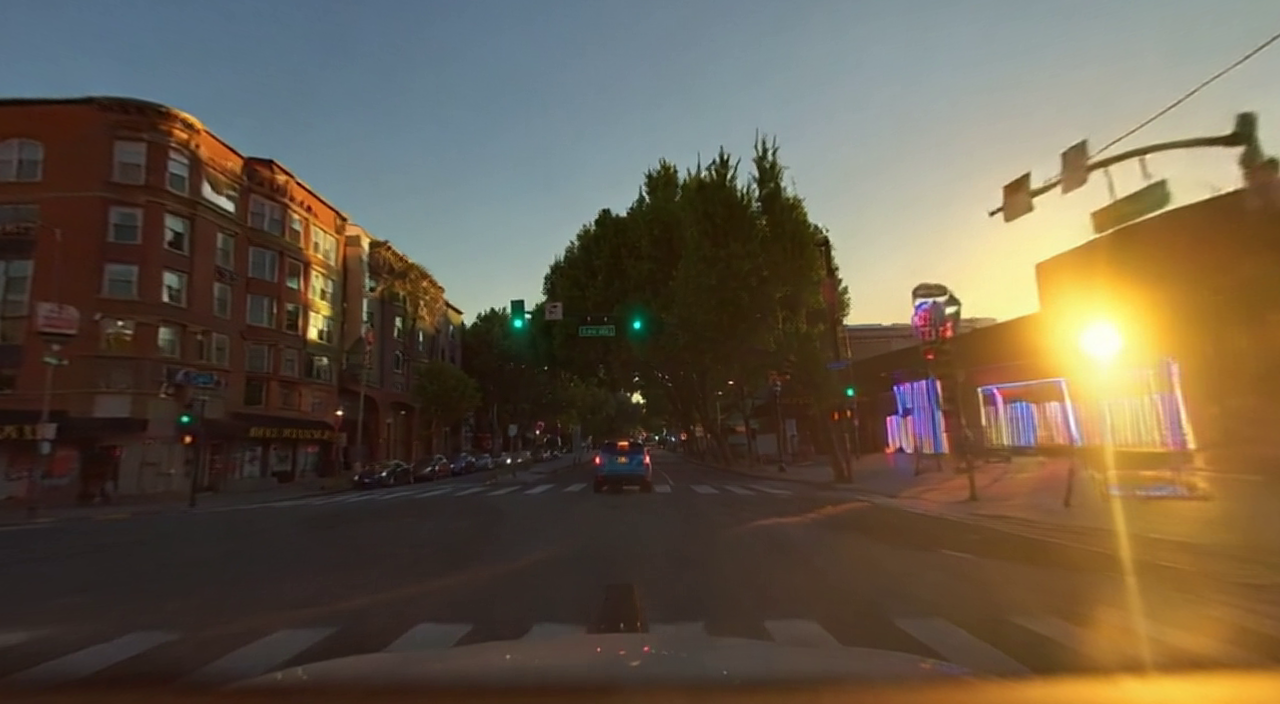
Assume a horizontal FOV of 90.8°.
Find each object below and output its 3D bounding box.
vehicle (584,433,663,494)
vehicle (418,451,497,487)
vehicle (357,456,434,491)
[{"bbox_3d":[-0.511,3.691,21.300,2.382,1.796,4.610,0,-8,0],"label":"vehicle"},{"bbox_3d":[-8.234,5.315,29.044,2.152,1.468,4.737,0,-8,1],"label":"vehicle"},{"bbox_3d":[-11.687,5.807,30.544,1.972,1.475,4.381,0,-8,0],"label":"vehicle"}]
